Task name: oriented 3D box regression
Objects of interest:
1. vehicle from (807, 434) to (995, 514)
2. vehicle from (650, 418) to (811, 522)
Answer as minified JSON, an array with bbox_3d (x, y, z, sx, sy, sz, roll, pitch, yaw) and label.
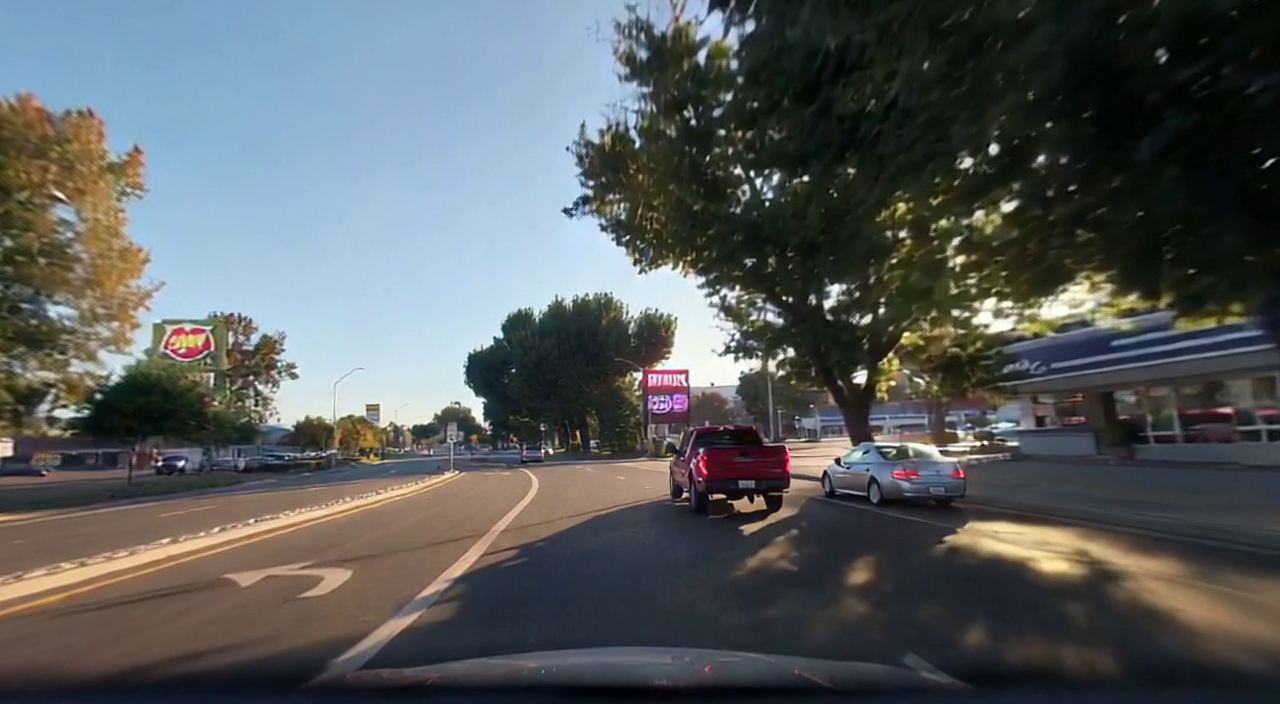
[{"bbox_3d":[5.490,2.607,14.041,1.986,1.480,4.296,1,-8,-6],"label":"vehicle"},{"bbox_3d":[1.597,2.379,13.336,2.214,1.749,4.998,1,-8,-5],"label":"vehicle"}]
